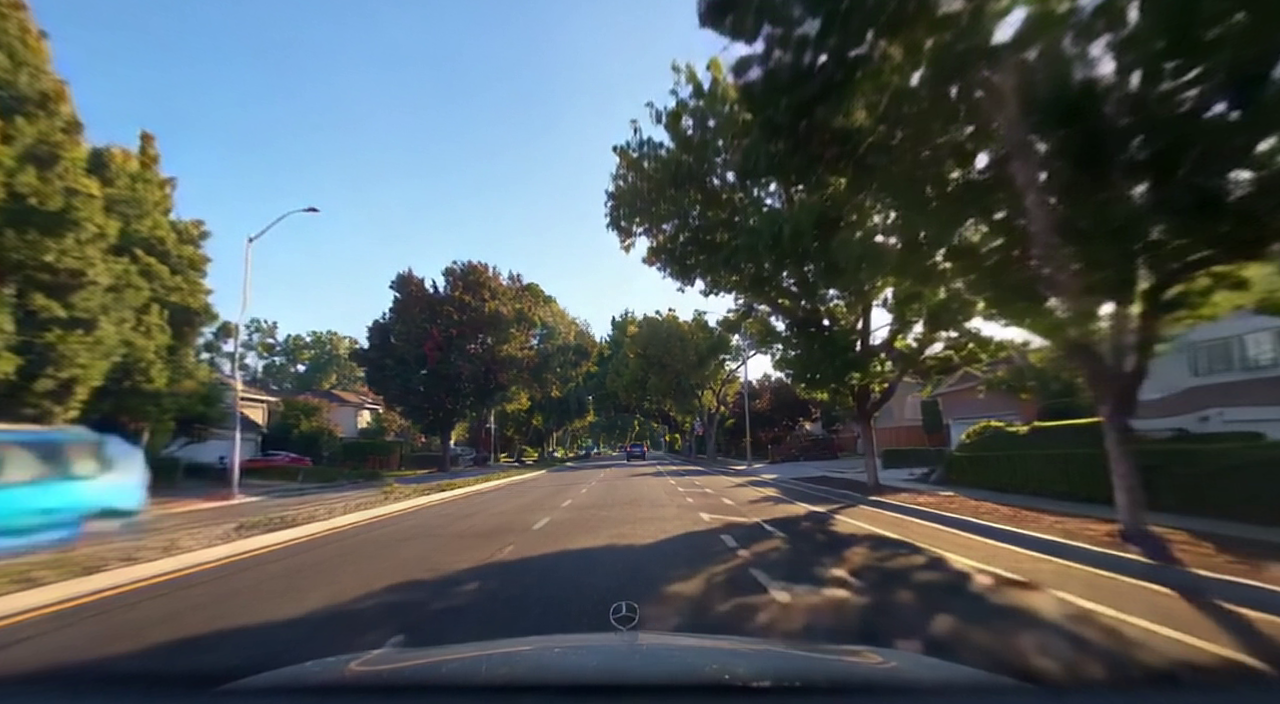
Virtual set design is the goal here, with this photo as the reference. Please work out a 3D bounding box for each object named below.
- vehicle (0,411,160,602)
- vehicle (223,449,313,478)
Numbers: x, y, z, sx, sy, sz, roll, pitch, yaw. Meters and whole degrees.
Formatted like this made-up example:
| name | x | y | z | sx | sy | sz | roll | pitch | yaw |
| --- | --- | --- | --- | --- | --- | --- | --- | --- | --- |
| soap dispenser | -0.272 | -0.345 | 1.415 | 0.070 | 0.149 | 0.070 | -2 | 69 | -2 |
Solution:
| name | x | y | z | sx | sy | sz | roll | pitch | yaw |
| --- | --- | --- | --- | --- | --- | --- | --- | --- | --- |
| vehicle | -7.128 | 1.424 | 5.687 | 2.165 | 1.785 | 4.222 | 0 | -8 | 0 |
| vehicle | -24.450 | 7.318 | 41.430 | 4.605 | 1.682 | 2.105 | -2 | -8 | 2 |
